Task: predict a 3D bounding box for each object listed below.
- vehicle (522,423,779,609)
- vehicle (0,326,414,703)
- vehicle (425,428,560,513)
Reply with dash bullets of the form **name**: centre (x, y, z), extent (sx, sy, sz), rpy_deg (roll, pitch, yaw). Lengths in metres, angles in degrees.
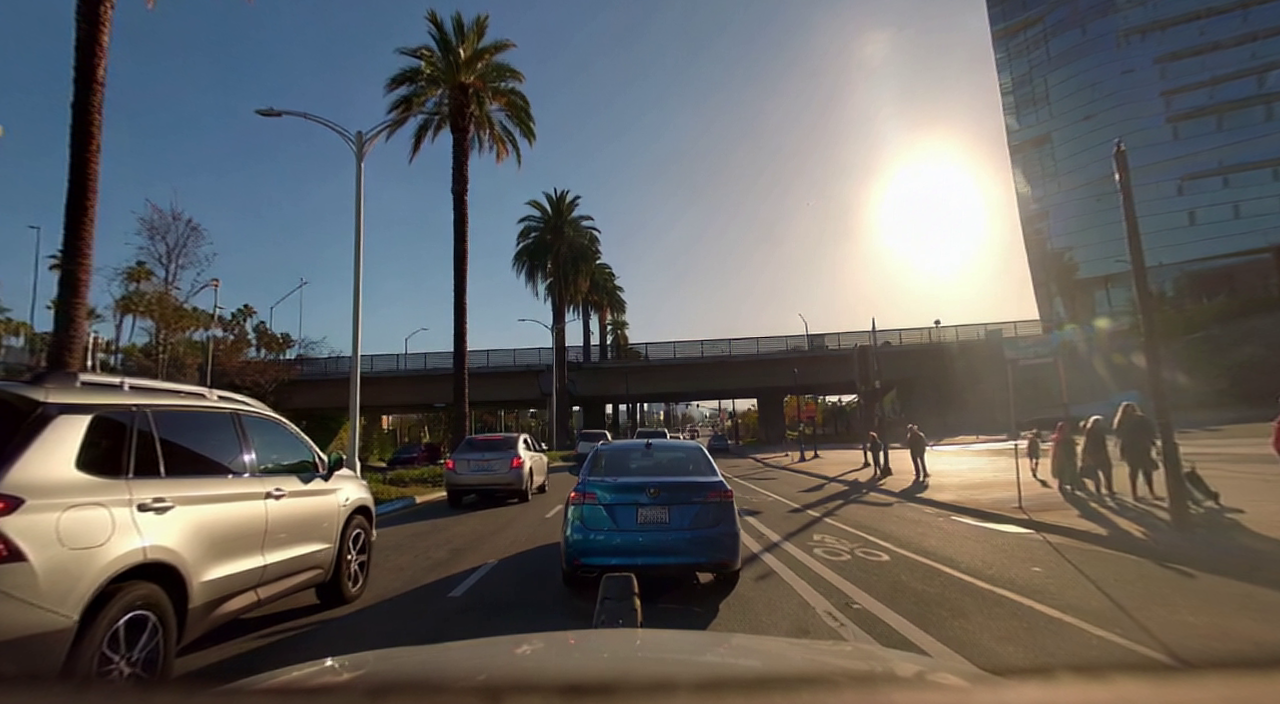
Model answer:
- **vehicle**: centre (0.053, 1.614, 7.152), extent (2.036, 1.461, 4.129), rpy_deg (0, -8, -1)
- **vehicle**: centre (-3.266, 1.036, 3.940), extent (2.014, 1.740, 4.359), rpy_deg (0, -8, 1)
- **vehicle**: centre (-3.135, 2.609, 14.385), extent (1.955, 1.637, 4.032), rpy_deg (0, -8, 2)
